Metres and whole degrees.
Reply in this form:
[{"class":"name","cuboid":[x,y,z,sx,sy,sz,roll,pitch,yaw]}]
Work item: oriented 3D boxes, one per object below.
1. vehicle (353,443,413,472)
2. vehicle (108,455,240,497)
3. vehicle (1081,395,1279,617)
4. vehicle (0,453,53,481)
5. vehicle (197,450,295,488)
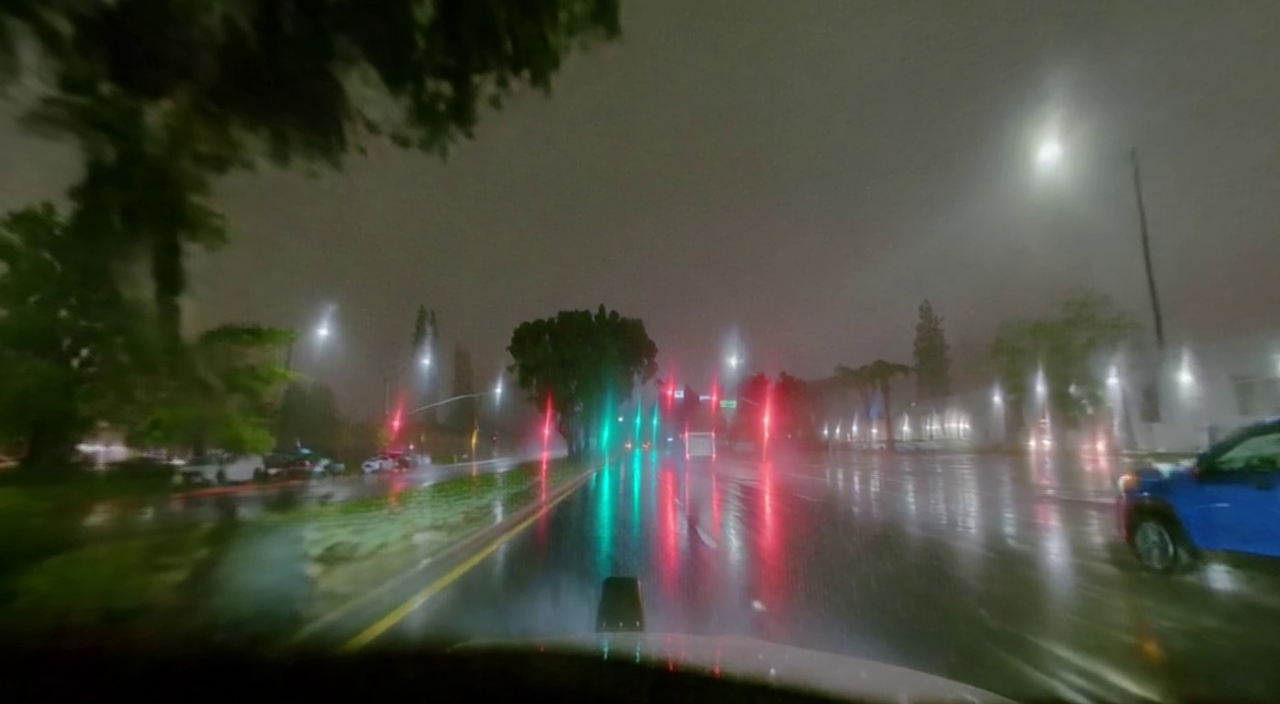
[{"class":"vehicle","cuboid":[-19.701,8.081,48.749,2.281,2.035,5.418,0,-8,1]},{"class":"vehicle","cuboid":[-19.149,5.096,26.283,2.048,1.493,4.588,0,-8,-1]},{"class":"vehicle","cuboid":[6.120,1.202,4.895,2.012,1.754,4.635,0,-8,0]},{"class":"vehicle","cuboid":[-41.615,7.485,41.186,4.562,1.756,2.075,0,-9,1]},{"class":"vehicle","cuboid":[-19.607,5.806,31.709,1.985,1.667,4.622,0,-8,-1]}]
